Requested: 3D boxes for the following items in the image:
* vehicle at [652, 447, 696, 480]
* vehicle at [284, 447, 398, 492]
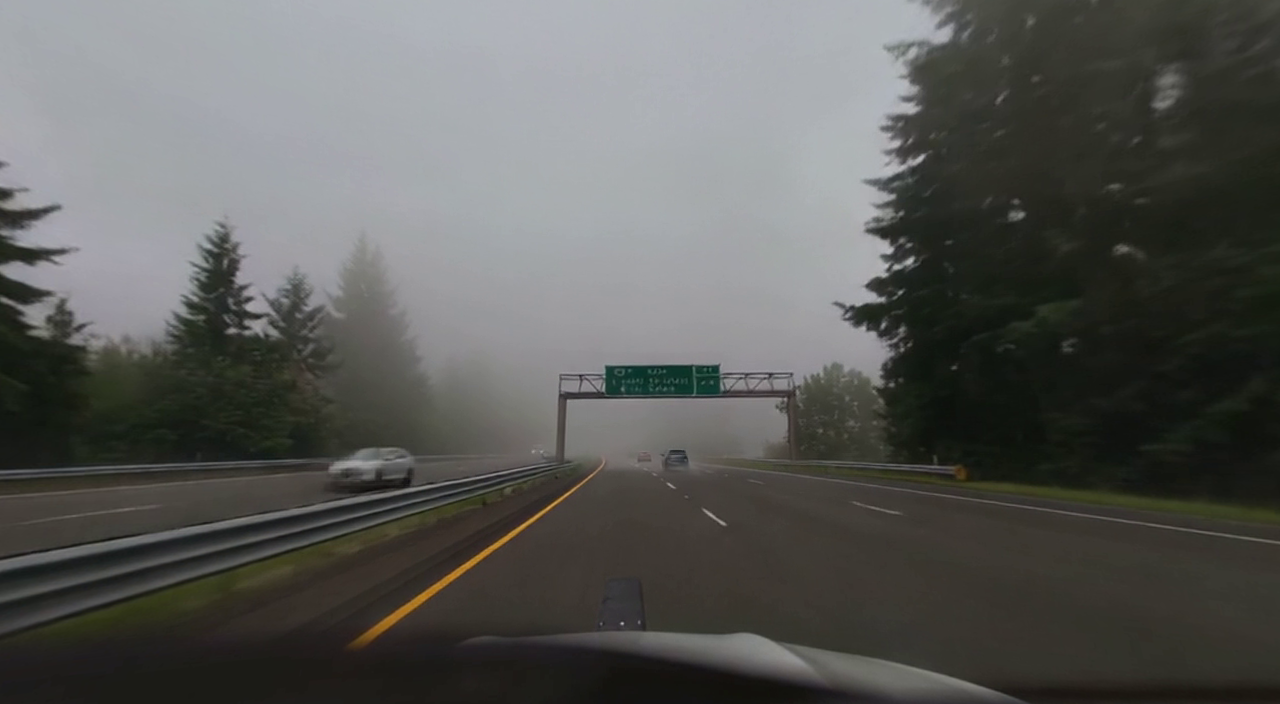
[{"bbox_3d":[1.729,5.797,33.003,2.011,1.590,3.607,0,-9,-2],"label":"vehicle"},{"bbox_3d":[-10.955,4.308,23.551,1.988,1.457,4.737,0,-9,-1],"label":"vehicle"}]
